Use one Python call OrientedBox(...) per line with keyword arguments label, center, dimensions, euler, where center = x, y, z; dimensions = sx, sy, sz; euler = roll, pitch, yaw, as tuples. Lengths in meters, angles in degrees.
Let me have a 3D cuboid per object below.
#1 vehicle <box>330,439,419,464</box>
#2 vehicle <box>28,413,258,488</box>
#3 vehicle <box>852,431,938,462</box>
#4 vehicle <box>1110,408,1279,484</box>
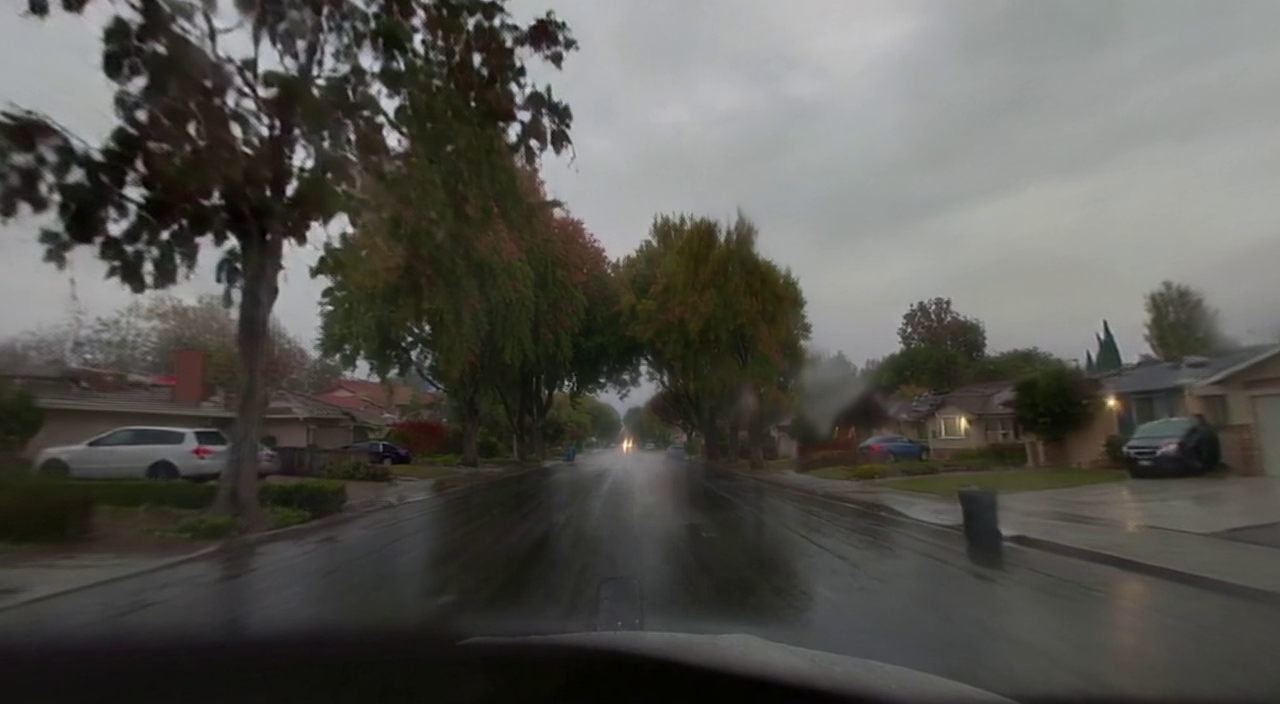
OrientedBox(label="vehicle", center=(-15.724, 5.913, 37.443), dimensions=(4.351, 1.474, 2.015), euler=(0, -9, -2))
OrientedBox(label="vehicle", center=(-15.538, 3.091, 19.975), dimensions=(2.575, 2.031, 5.155), euler=(-7, -11, 39))
OrientedBox(label="vehicle", center=(15.334, 5.667, 37.868), dimensions=(4.468, 1.728, 2.135), euler=(3, -8, -20))
OrientedBox(label="vehicle", center=(16.021, 2.762, 18.504), dimensions=(2.288, 1.880, 4.939), euler=(-4, -9, 23))
